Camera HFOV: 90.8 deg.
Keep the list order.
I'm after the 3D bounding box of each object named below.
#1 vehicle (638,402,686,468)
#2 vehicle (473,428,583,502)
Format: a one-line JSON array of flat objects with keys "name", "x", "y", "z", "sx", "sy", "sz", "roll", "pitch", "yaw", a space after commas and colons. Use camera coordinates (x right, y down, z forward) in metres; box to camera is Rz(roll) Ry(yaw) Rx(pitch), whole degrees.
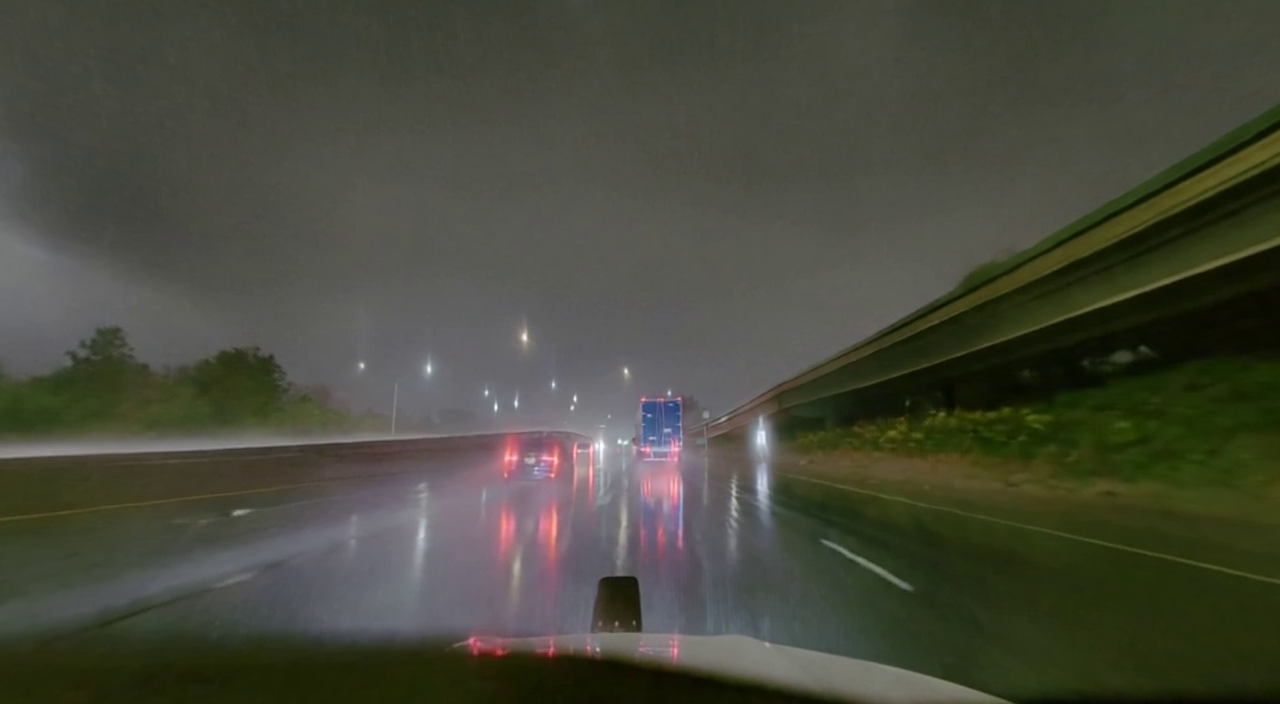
[{"name": "vehicle", "x": 1.462, "y": 5.896, "z": 44.385, "sx": 2.964, "sy": 4.063, "sz": 10.072, "roll": 0, "pitch": -9, "yaw": 1}, {"name": "vehicle", "x": -2.807, "y": 2.967, "z": 16.974, "sx": 2.077, "sy": 1.716, "sz": 4.514, "roll": 0, "pitch": -9, "yaw": 1}]
